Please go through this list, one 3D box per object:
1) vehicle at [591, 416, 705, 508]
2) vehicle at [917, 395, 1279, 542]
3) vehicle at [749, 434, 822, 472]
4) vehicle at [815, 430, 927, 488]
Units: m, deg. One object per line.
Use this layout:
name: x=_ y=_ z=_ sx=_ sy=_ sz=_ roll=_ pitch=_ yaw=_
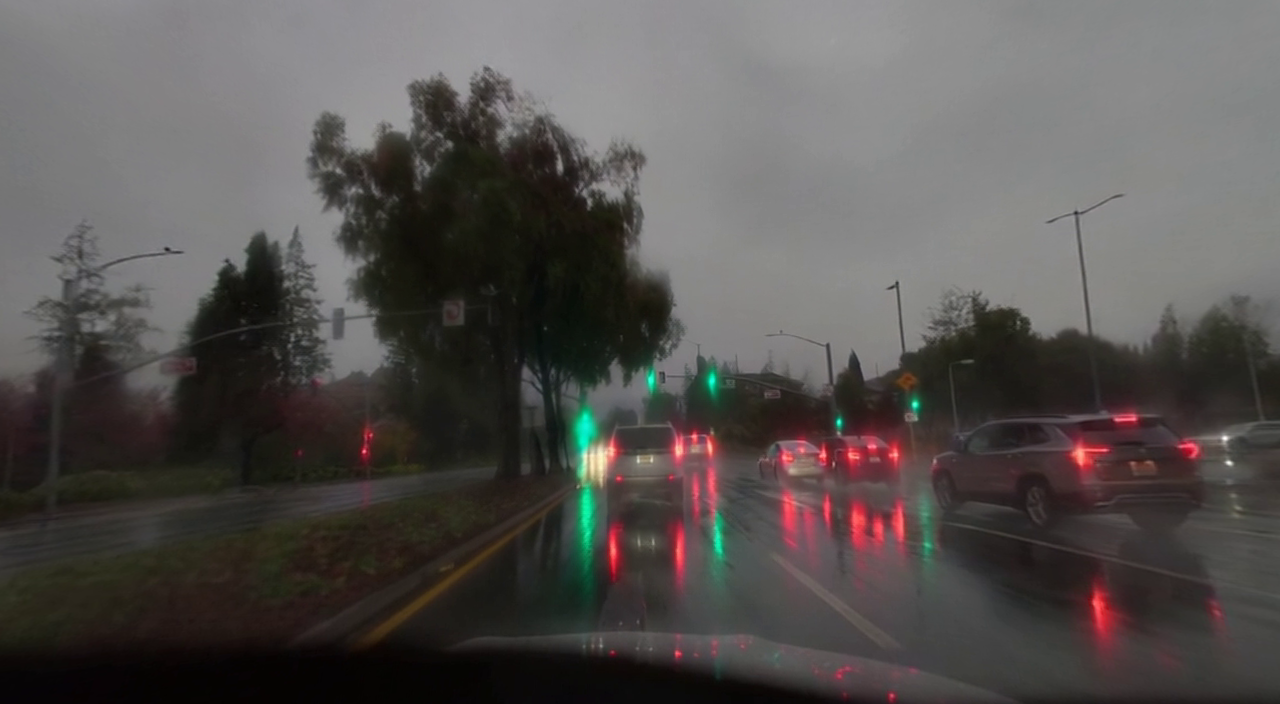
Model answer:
vehicle: x=0.128 y=2.603 z=15.223 sx=2.353 sy=1.894 sz=4.122 roll=0 pitch=-9 yaw=-1
vehicle: x=7.121 y=1.911 z=10.885 sx=2.251 sy=1.873 sz=5.346 roll=0 pitch=-9 yaw=0
vehicle: x=7.247 y=5.109 z=32.076 sx=2.440 sy=1.775 sz=4.791 roll=0 pitch=-9 yaw=-1
vehicle: x=7.311 y=3.431 z=20.494 sx=2.025 sy=1.642 sz=4.189 roll=0 pitch=-9 yaw=0
